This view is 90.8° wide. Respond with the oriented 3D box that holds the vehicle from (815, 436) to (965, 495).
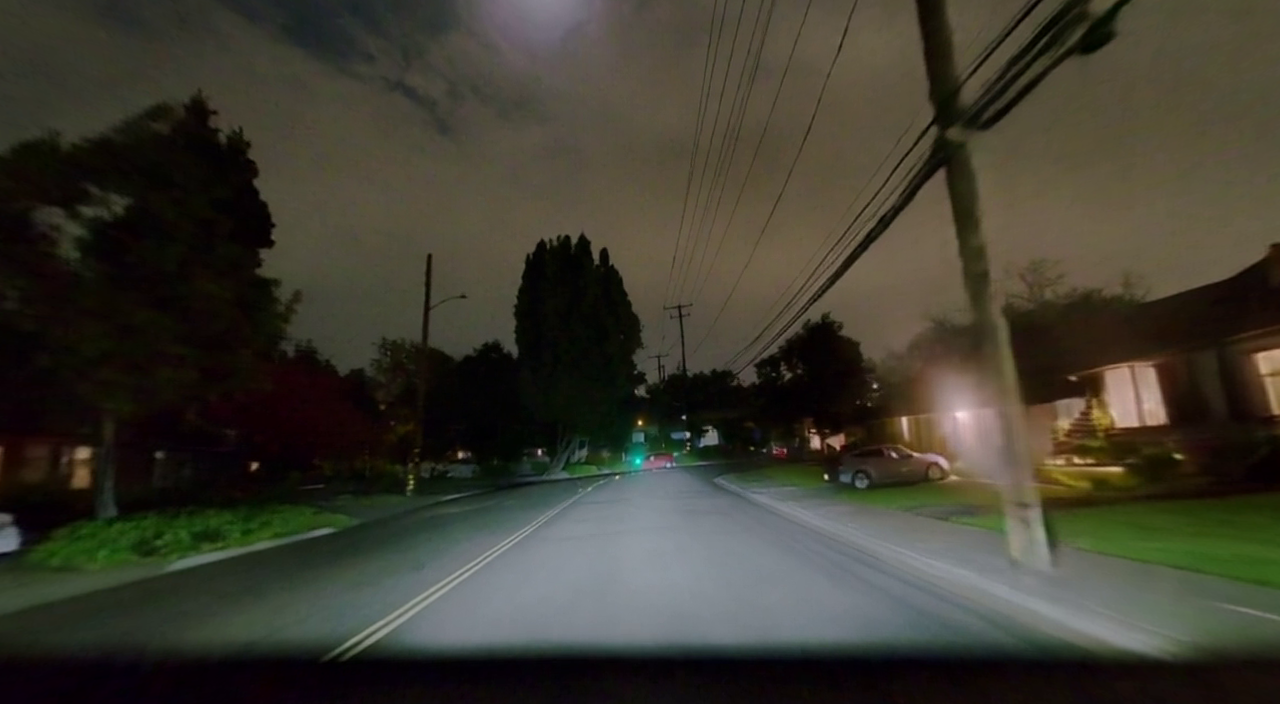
[{"bbox_3d":[7.729,3.531,19.843,3.846,1.725,1.920,0,-8,-3],"label":"vehicle"}]
